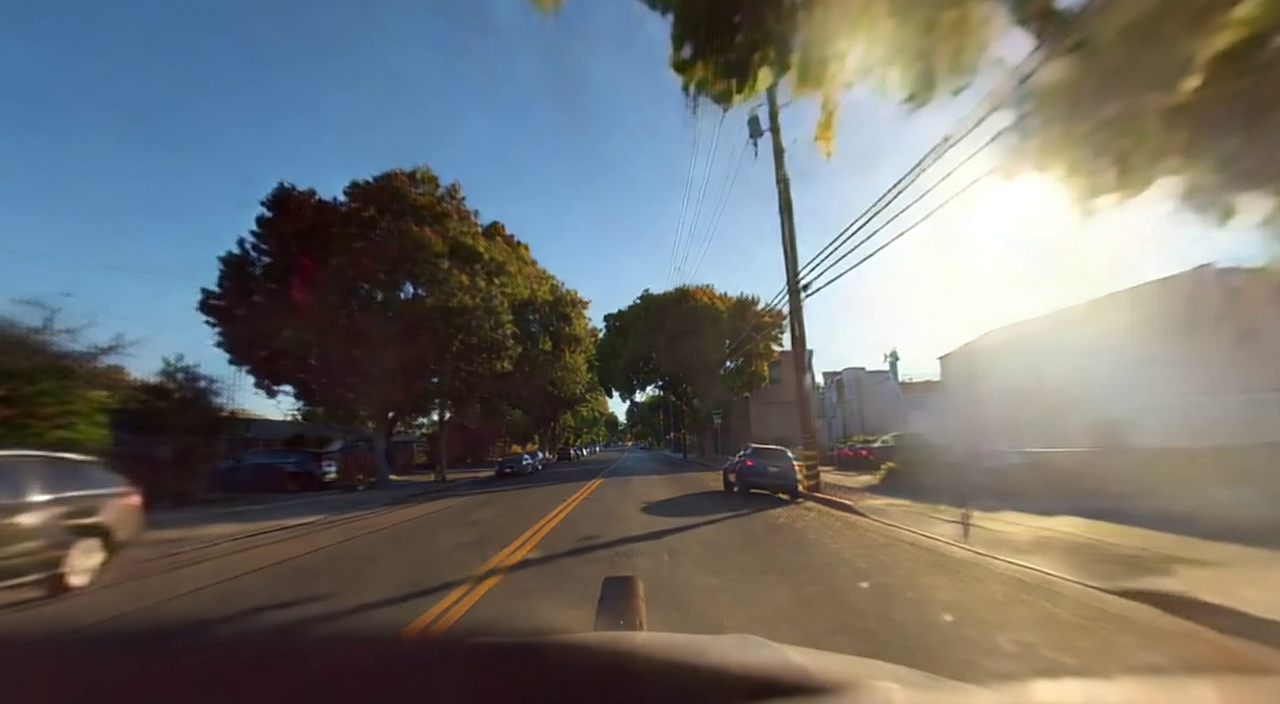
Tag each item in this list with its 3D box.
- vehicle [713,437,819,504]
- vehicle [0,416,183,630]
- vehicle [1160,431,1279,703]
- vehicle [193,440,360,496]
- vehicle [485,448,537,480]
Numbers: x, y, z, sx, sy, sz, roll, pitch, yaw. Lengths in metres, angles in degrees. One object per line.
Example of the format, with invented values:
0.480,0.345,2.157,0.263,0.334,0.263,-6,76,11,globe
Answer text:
3.107,2.986,16.377,1.843,1.495,3.930,0,-8,-1,vehicle
-6.602,1.526,5.404,2.059,1.831,4.590,-3,-8,-1,vehicle
3.430,0.761,0.776,1.802,1.382,4.300,0,-8,-2,vehicle
-12.464,3.982,21.916,4.502,1.813,1.948,0,-8,-1,vehicle
-6.768,5.911,33.590,1.815,1.402,4.559,-4,-8,-2,vehicle
